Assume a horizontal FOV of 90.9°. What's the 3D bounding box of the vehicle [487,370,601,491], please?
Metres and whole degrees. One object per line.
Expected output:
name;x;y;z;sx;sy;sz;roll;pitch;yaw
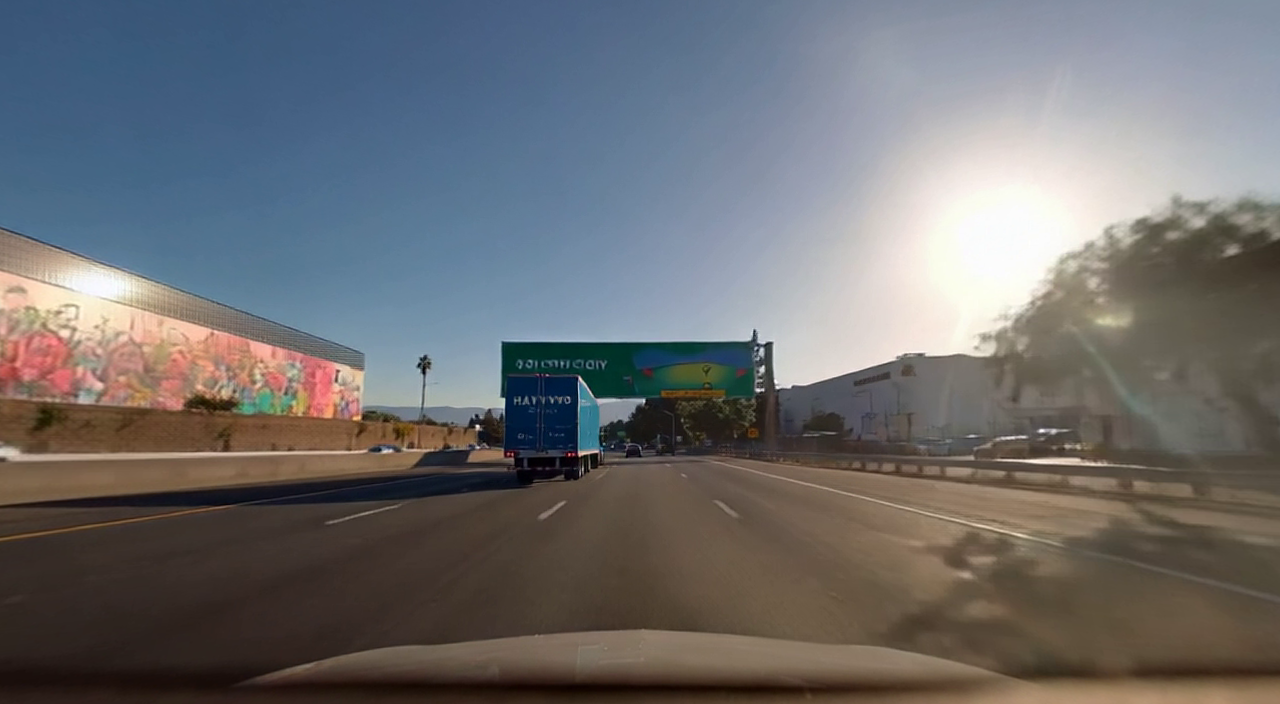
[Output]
vehicle;-3.549;3.204;26.151;2.977;4.048;8.890;2;-7;2
